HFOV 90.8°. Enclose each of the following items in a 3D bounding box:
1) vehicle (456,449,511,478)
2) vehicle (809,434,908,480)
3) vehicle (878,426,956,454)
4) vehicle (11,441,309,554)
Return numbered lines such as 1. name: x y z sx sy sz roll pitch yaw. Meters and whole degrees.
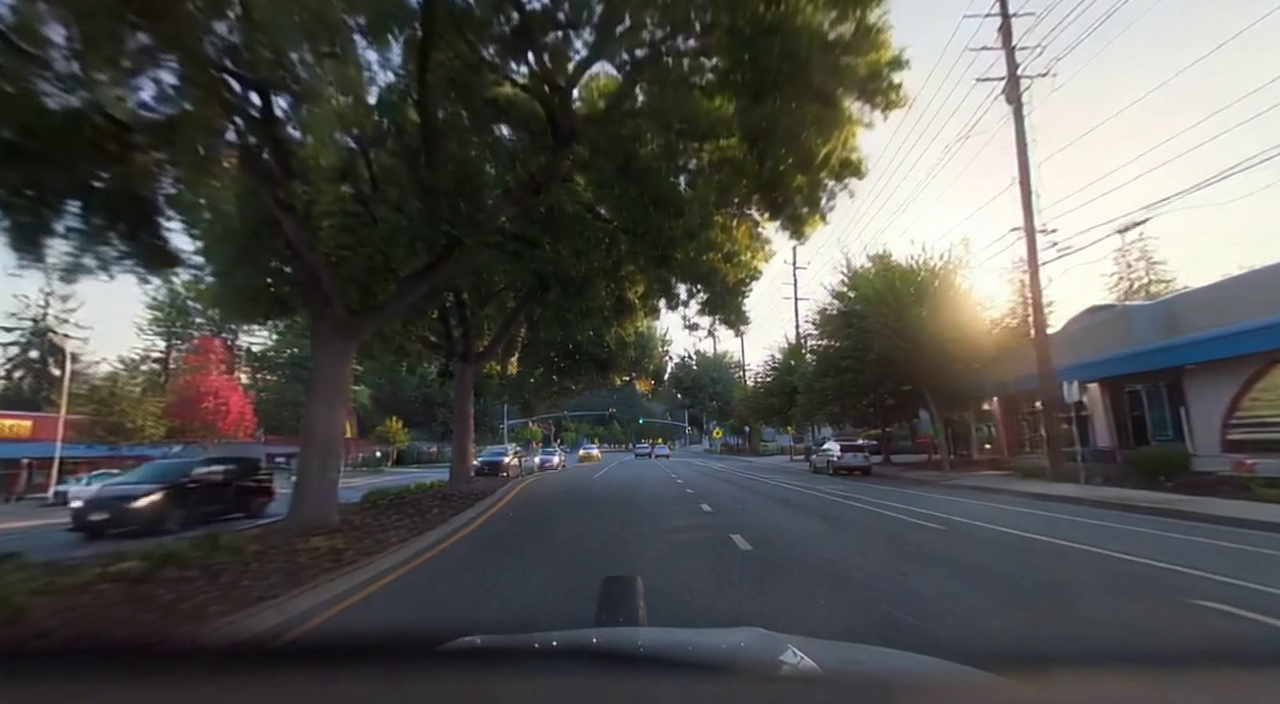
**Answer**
1. vehicle: -8.591 6.133 35.085 1.888 1.454 4.420 0 -8 0
2. vehicle: 9.320 4.546 27.570 2.358 1.785 5.404 0 -8 0
3. vehicle: 21.342 6.794 48.690 5.151 1.780 2.146 -9 -9 27
4. vehicle: -8.579 2.567 11.998 2.113 1.703 4.459 0 -8 0
